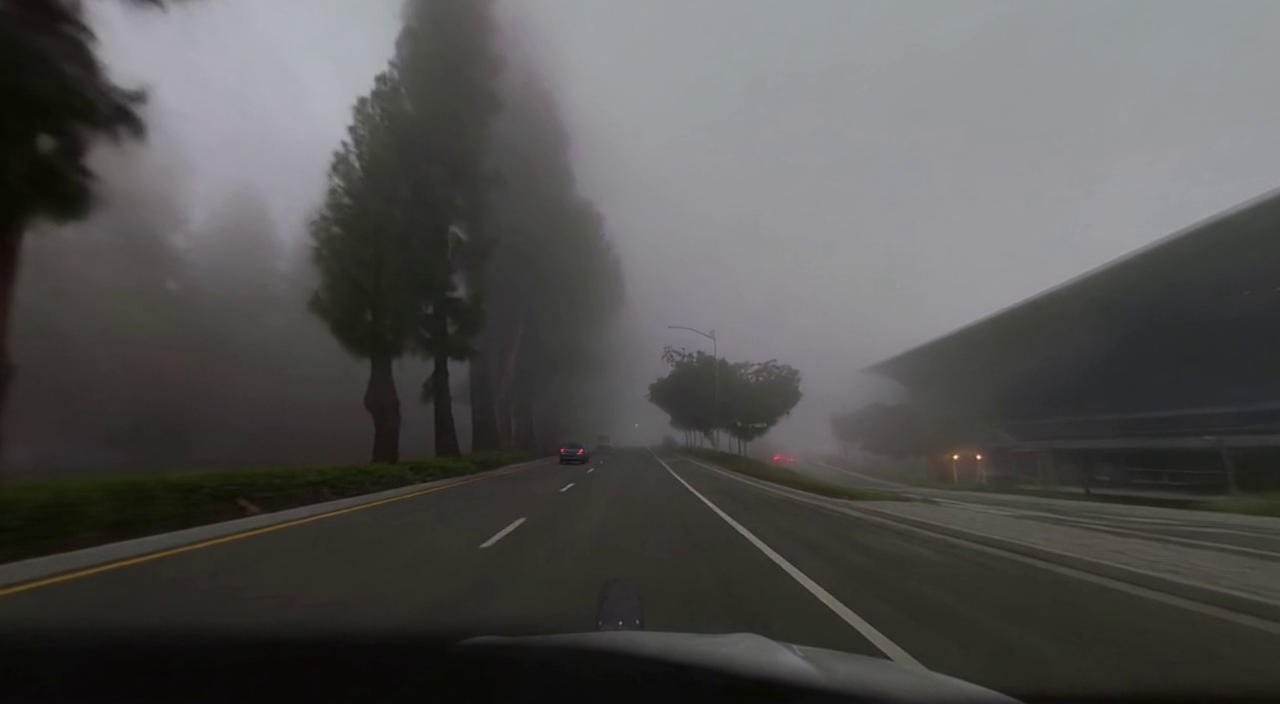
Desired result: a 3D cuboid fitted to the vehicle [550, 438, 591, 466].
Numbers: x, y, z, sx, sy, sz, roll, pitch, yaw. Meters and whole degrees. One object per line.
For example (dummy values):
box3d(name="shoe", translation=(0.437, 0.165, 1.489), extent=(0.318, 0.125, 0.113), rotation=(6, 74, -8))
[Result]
box3d(name="vehicle", translation=(-4.047, 5.919, 37.486), extent=(1.984, 1.521, 4.682), rotation=(0, -8, -1))
